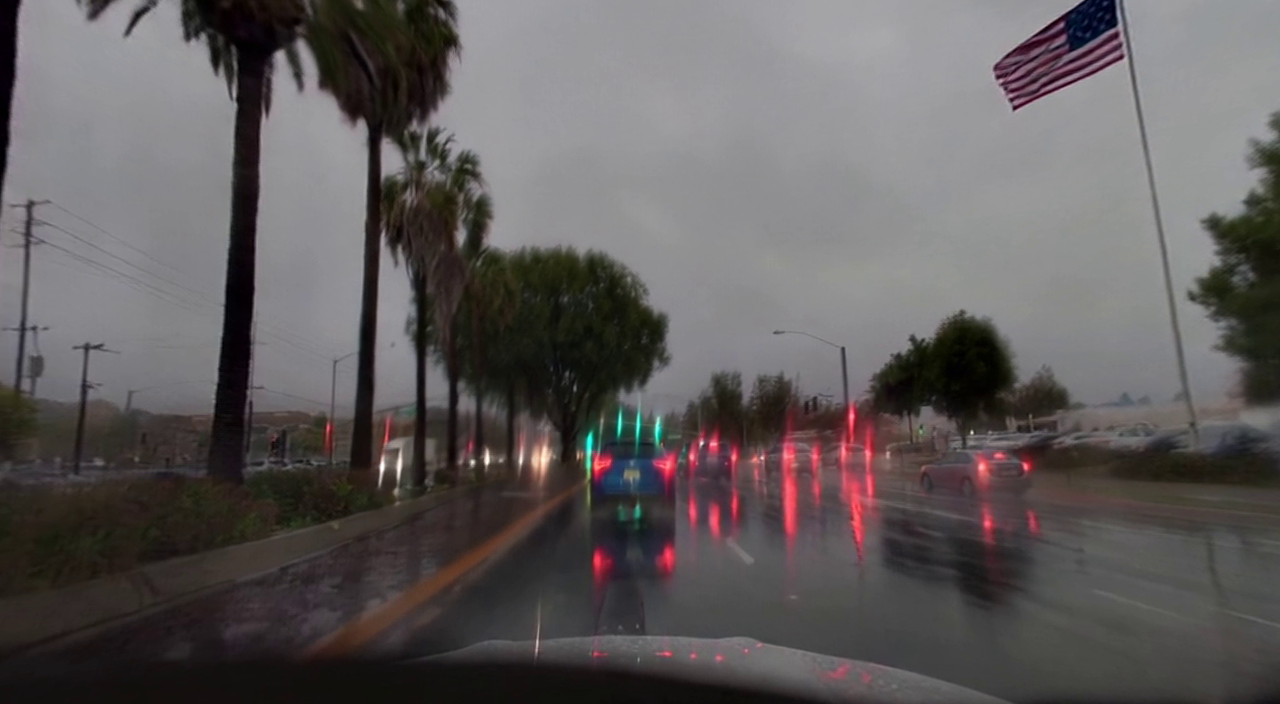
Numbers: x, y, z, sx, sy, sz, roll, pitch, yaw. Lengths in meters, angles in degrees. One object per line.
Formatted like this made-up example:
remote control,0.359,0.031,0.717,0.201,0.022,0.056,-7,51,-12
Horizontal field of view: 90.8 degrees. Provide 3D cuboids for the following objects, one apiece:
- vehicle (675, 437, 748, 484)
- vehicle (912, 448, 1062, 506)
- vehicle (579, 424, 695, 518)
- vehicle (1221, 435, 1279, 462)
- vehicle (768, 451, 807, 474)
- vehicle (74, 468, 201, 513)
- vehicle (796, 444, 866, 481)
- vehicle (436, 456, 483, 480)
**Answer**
vehicle,3.303,5.236,30.872,2.773,2.021,6.212,0,-9,-1
vehicle,9.973,3.597,18.650,1.967,1.485,4.267,0,-9,0
vehicle,-0.099,2.826,15.475,2.402,1.938,4.535,0,-9,-1
vehicle,36.349,5.550,36.258,1.839,1.455,4.395,0,-9,2
vehicle,10.288,7.725,44.322,1.855,1.495,4.143,0,-9,1
vehicle,-21.784,5.988,27.682,1.873,1.484,4.571,-4,-9,0
vehicle,9.952,5.795,33.346,2.155,1.779,4.582,0,-9,-2
vehicle,-12.227,7.857,43.153,1.965,1.475,4.209,0,-9,0
